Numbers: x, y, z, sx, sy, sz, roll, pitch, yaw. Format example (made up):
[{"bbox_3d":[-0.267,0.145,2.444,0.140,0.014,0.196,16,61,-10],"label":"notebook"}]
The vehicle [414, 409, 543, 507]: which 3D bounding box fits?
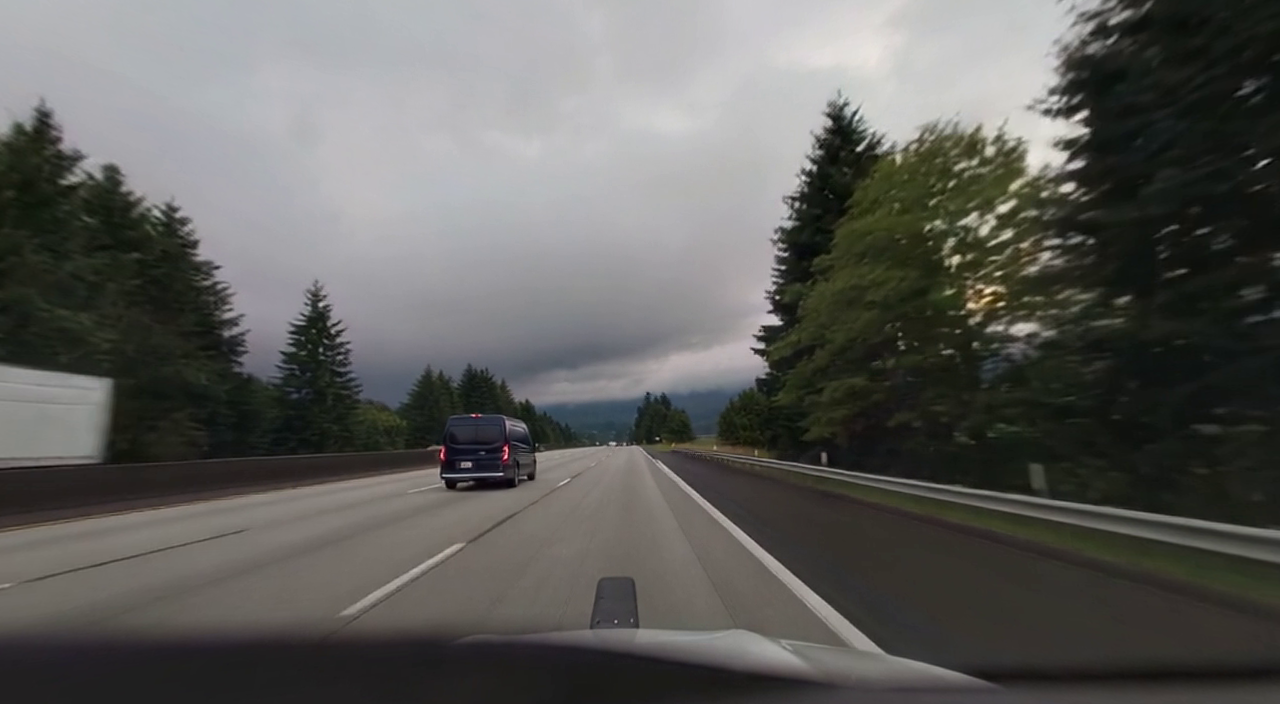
[{"bbox_3d":[-3.750,2.564,15.617,1.976,2.029,4.737,-1,-8,0],"label":"vehicle"}]
